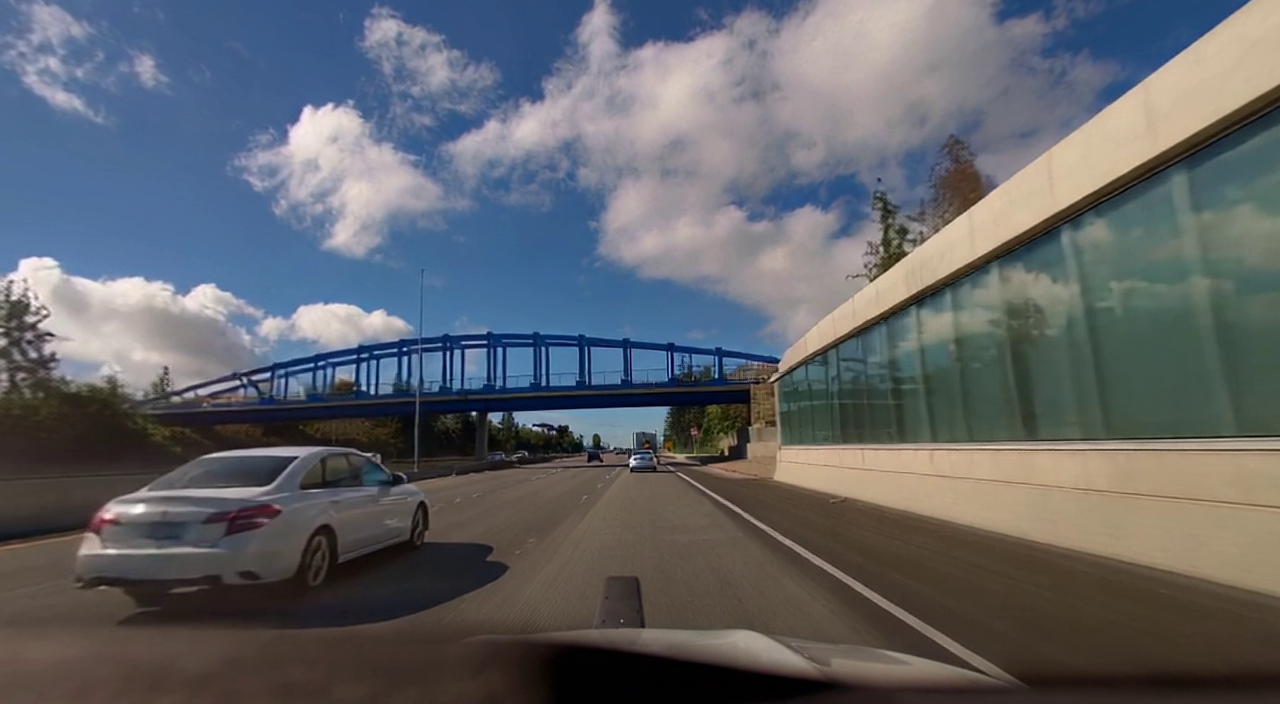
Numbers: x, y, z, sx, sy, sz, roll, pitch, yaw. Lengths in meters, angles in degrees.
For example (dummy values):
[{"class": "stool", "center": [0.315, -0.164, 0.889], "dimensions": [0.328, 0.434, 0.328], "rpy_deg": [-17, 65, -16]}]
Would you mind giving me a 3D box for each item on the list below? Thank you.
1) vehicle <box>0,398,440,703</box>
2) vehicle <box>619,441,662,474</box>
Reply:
[{"class": "vehicle", "center": [-3.360, 1.300, 4.731], "dimensions": [2.095, 1.498, 4.854], "rpy_deg": [0, -9, 0]}, {"class": "vehicle", "center": [0.009, 6.018, 36.161], "dimensions": [2.299, 1.716, 4.579], "rpy_deg": [0, -9, 0]}]
